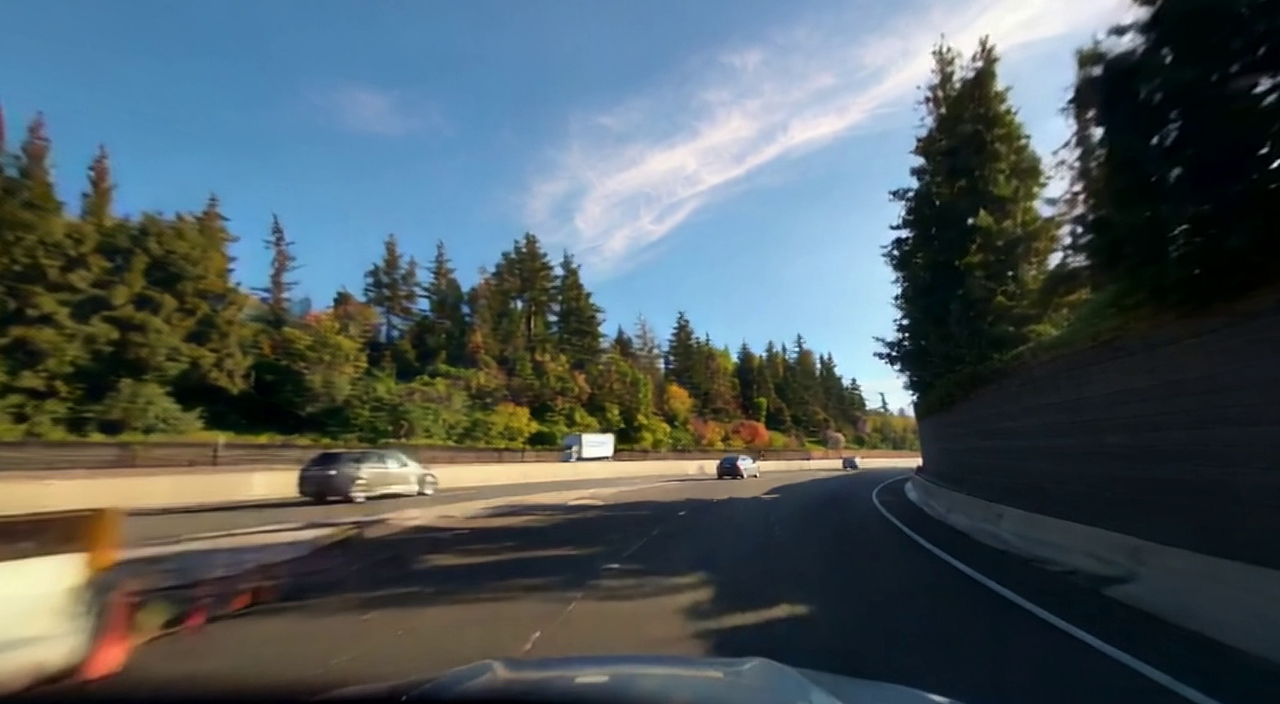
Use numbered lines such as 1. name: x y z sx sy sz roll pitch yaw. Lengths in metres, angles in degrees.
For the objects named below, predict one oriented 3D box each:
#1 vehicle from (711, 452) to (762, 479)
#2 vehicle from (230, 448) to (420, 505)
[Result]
1. vehicle: 6.254 7.258 40.518 1.769 1.583 4.387 -5 -10 29
2. vehicle: -9.277 3.659 19.073 1.699 1.461 4.924 -5 -10 30
